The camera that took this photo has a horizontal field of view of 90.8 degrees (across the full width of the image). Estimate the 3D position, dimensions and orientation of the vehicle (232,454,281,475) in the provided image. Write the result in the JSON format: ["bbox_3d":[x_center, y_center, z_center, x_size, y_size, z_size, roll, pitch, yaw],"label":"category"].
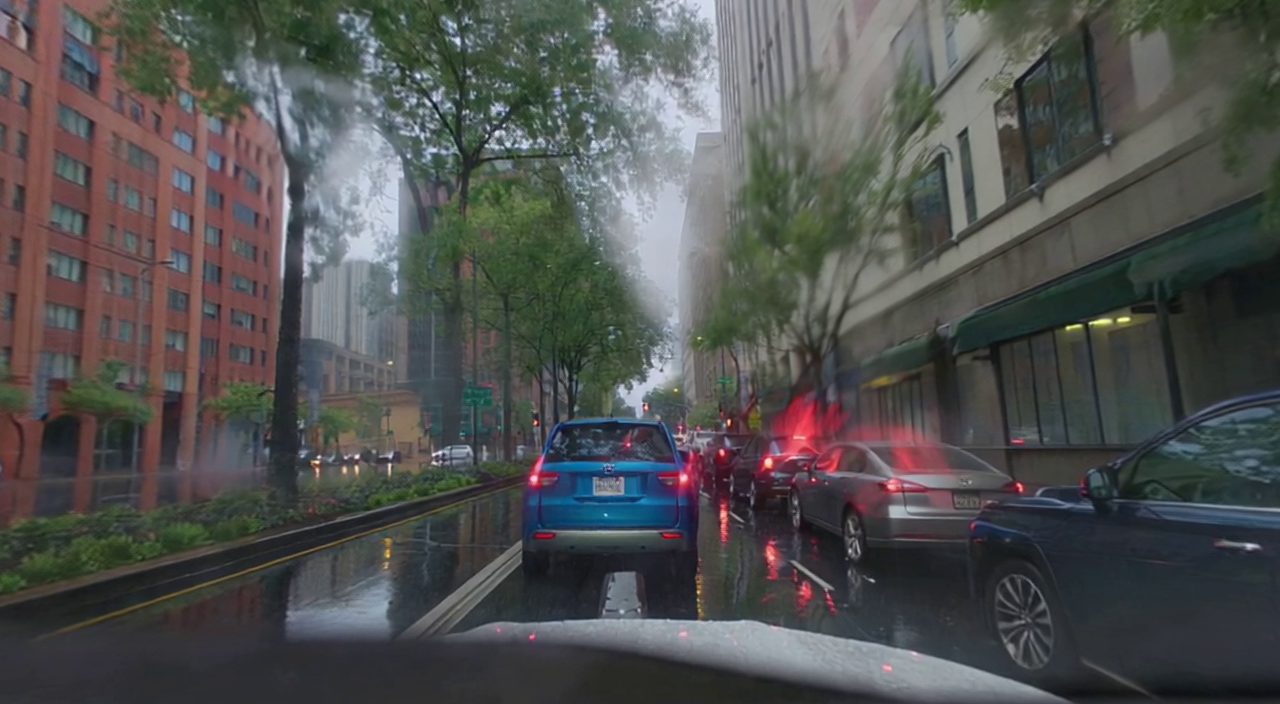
[{"bbox_3d":[-28.151,8.228,46.513,1.967,1.428,4.832,3,-9,-18],"label":"vehicle"}]

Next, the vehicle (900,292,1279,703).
[{"bbox_3d":[2.997,0.747,2.240,2.063,1.760,4.664,0,-9,-1],"label":"vehicle"}]

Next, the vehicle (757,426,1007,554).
[{"bbox_3d":[3.288,1.981,9.808,1.941,1.482,4.632,0,-9,-2],"label":"vehicle"}]

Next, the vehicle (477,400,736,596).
[{"bbox_3d":[-0.342,1.578,7.627,2.249,1.684,4.084,0,-9,-1],"label":"vehicle"}]
